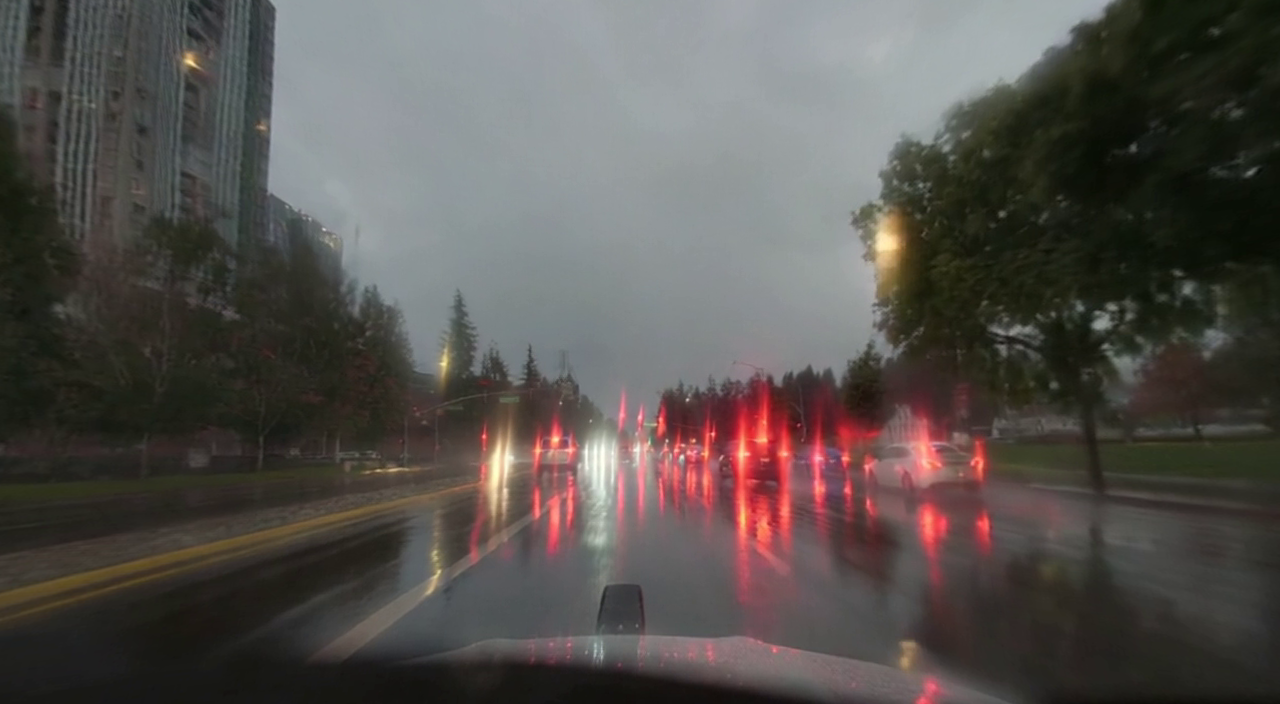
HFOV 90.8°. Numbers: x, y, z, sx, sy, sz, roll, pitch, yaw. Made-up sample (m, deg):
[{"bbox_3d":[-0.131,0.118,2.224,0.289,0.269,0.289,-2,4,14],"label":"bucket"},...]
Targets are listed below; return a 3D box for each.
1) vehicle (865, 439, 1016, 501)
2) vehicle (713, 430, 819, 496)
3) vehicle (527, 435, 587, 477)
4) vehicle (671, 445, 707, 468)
[{"bbox_3d":[8.241,3.254,17.934,1.944,1.503,4.723,0,-8,0],"label":"vehicle"},{"bbox_3d":[3.629,3.315,19.209,2.152,1.742,4.704,0,-8,-1],"label":"vehicle"},{"bbox_3d":[-3.763,4.804,29.366,2.155,1.797,3.989,0,-8,1],"label":"vehicle"},{"bbox_3d":[3.342,7.202,43.843,2.054,1.473,4.511,0,-8,-2],"label":"vehicle"}]
